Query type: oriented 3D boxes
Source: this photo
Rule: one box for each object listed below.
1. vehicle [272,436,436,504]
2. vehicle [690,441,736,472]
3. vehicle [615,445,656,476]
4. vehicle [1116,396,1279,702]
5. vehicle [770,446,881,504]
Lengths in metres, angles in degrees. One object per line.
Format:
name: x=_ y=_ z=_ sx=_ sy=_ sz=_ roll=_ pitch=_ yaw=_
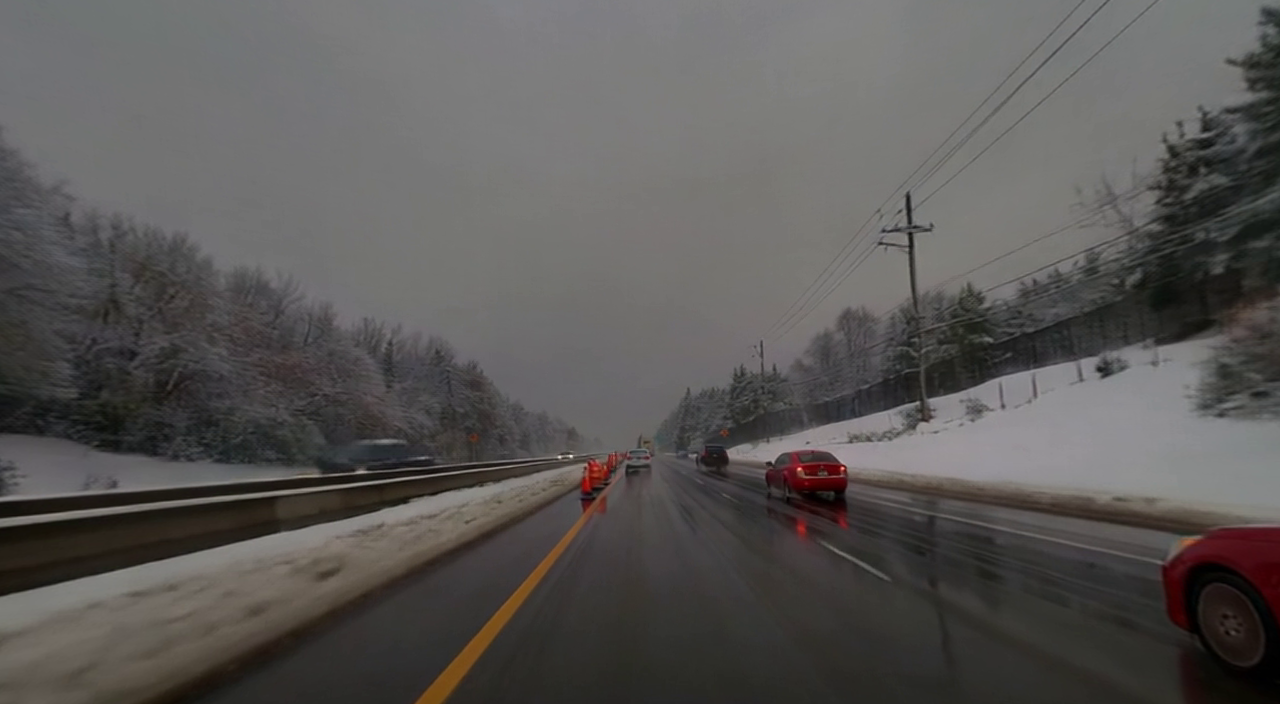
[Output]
vehicle: x=-8.000 y=3.323 z=18.350 sx=2.308 sy=1.694 sz=4.945 roll=0 pitch=-8 yaw=2
vehicle: x=5.001 y=7.203 z=43.859 sx=2.559 sy=1.943 sz=5.610 roll=0 pitch=-8 yaw=1
vehicle: x=-0.207 y=5.911 z=34.581 sx=2.096 sy=1.583 sz=4.150 roll=0 pitch=-8 yaw=1
vehicle: x=4.310 y=0.843 z=2.045 sx=1.997 sy=1.568 sz=4.529 roll=0 pitch=-8 yaw=0
vehicle: x=5.020 y=3.366 z=17.724 sx=1.881 sy=1.409 sz=4.016 roll=0 pitch=-8 yaw=0
